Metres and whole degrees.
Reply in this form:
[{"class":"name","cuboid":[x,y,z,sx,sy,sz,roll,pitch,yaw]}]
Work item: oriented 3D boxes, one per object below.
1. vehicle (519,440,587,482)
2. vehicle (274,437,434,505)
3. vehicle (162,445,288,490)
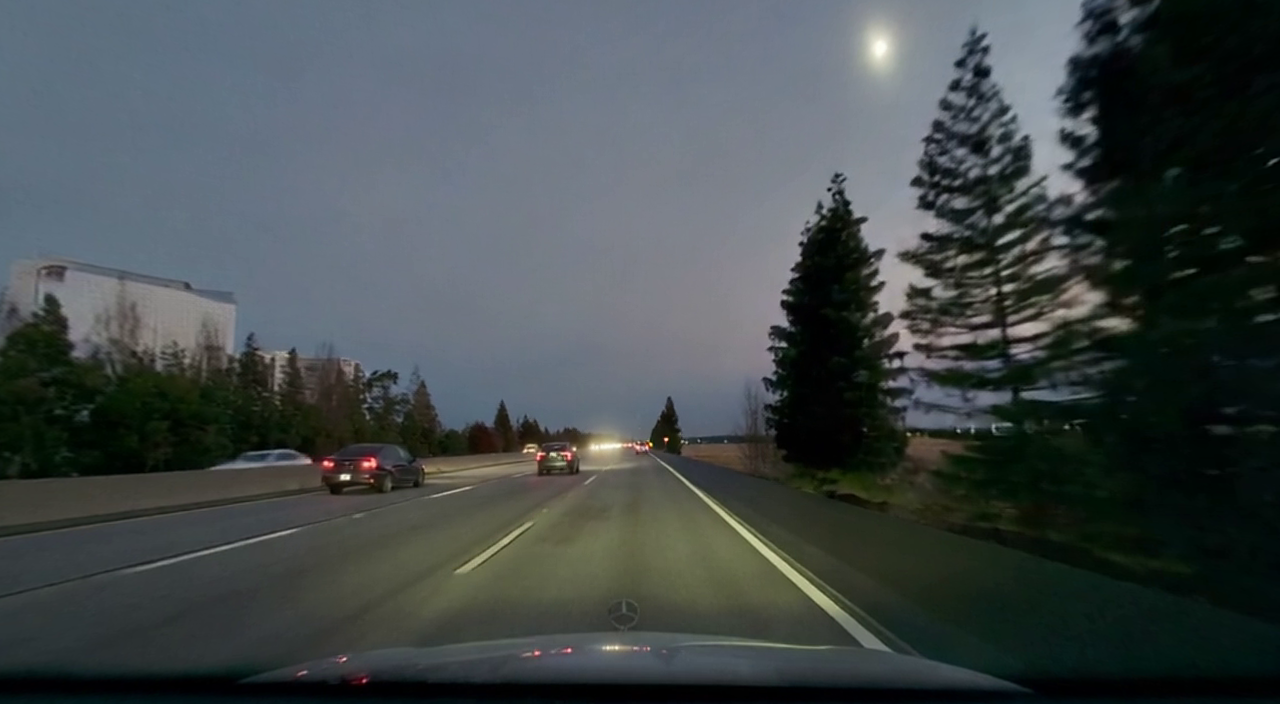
[{"class":"vehicle","cuboid":[-3.554,4.526,26.539,2.083,1.588,4.801,0,-9,1]},{"class":"vehicle","cuboid":[-7.307,3.060,16.735,2.034,1.523,4.627,0,-9,1]},{"class":"vehicle","cuboid":[-15.550,4.300,23.895,1.833,1.510,4.232,0,-9,1]}]
